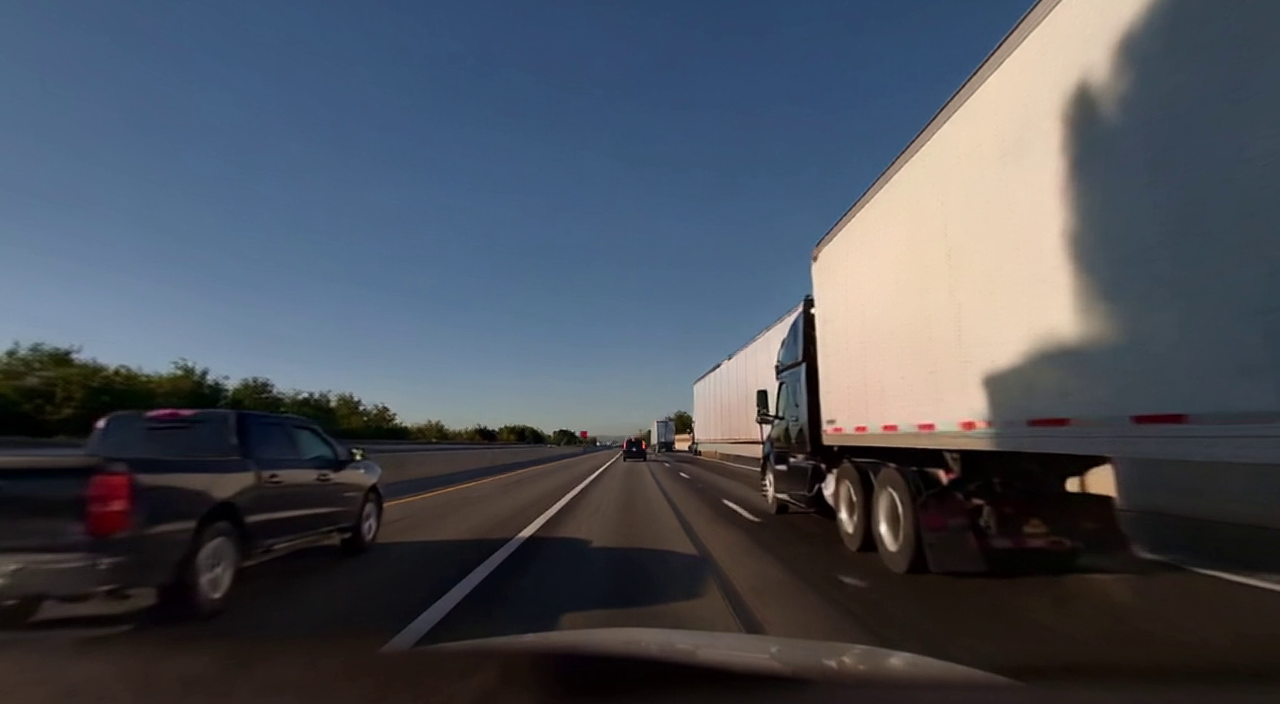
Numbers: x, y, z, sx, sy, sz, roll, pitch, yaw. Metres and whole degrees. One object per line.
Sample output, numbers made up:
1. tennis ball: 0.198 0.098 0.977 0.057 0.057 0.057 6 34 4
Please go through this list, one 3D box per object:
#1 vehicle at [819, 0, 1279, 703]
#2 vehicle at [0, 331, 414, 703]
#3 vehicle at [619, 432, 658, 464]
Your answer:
1. vehicle: 3.901 -0.391 1.792 3.469 3.881 10.805 -1 -8 0
2. vehicle: -3.615 1.117 4.560 2.326 1.761 4.450 -1 -8 0
3. vehicle: -0.188 6.448 42.316 2.456 2.007 4.728 0 -8 -2
